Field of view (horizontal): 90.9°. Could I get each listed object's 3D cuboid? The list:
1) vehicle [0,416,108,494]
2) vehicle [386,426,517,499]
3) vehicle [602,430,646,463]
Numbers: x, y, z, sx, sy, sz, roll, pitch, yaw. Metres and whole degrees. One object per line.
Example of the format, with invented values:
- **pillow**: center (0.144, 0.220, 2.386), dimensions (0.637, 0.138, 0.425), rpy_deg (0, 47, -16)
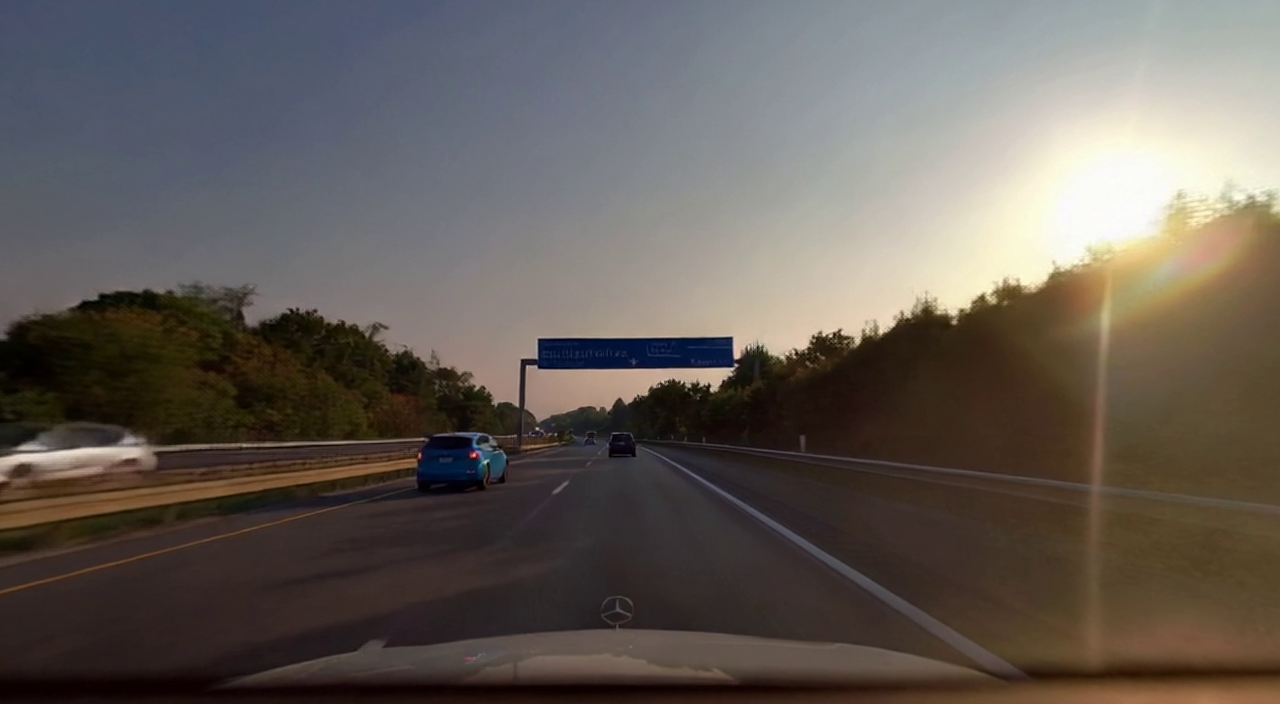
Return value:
- **vehicle**: center (-12.829, 1.959, 12.164), dimensions (1.833, 1.435, 3.686), rpy_deg (1, -8, 0)
- **vehicle**: center (-4.381, 2.610, 15.392), dimensions (1.975, 1.518, 4.242), rpy_deg (0, -8, -1)
- **vehicle**: center (-0.849, 4.958, 33.321), dimensions (2.162, 1.616, 4.242), rpy_deg (0, -8, -1)
